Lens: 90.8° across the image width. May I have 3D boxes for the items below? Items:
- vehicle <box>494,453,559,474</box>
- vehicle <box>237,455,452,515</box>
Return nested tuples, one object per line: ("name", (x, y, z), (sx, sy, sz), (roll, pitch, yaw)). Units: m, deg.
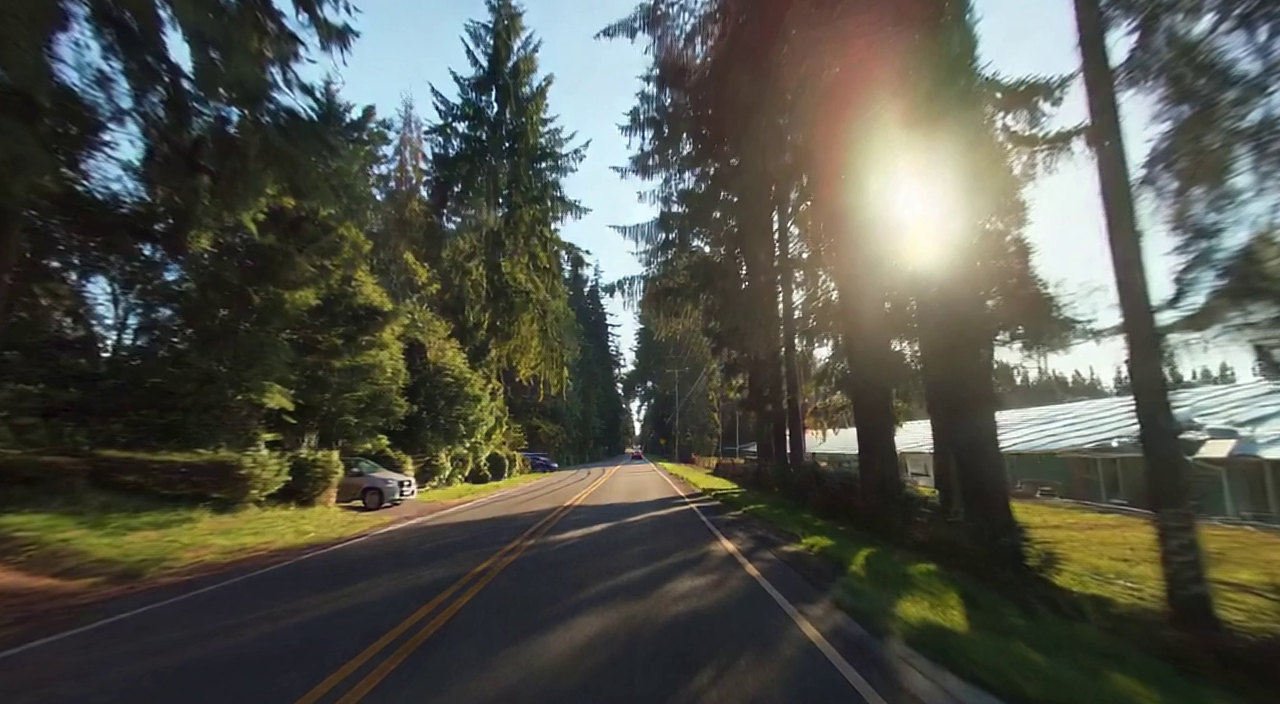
("vehicle", (-8.493, 8.359, 47.521), (4.525, 1.499, 1.934), (0, -9, 1))
("vehicle", (-7.985, 3.568, 17.295), (4.954, 1.449, 2.141), (-2, -9, 11))
